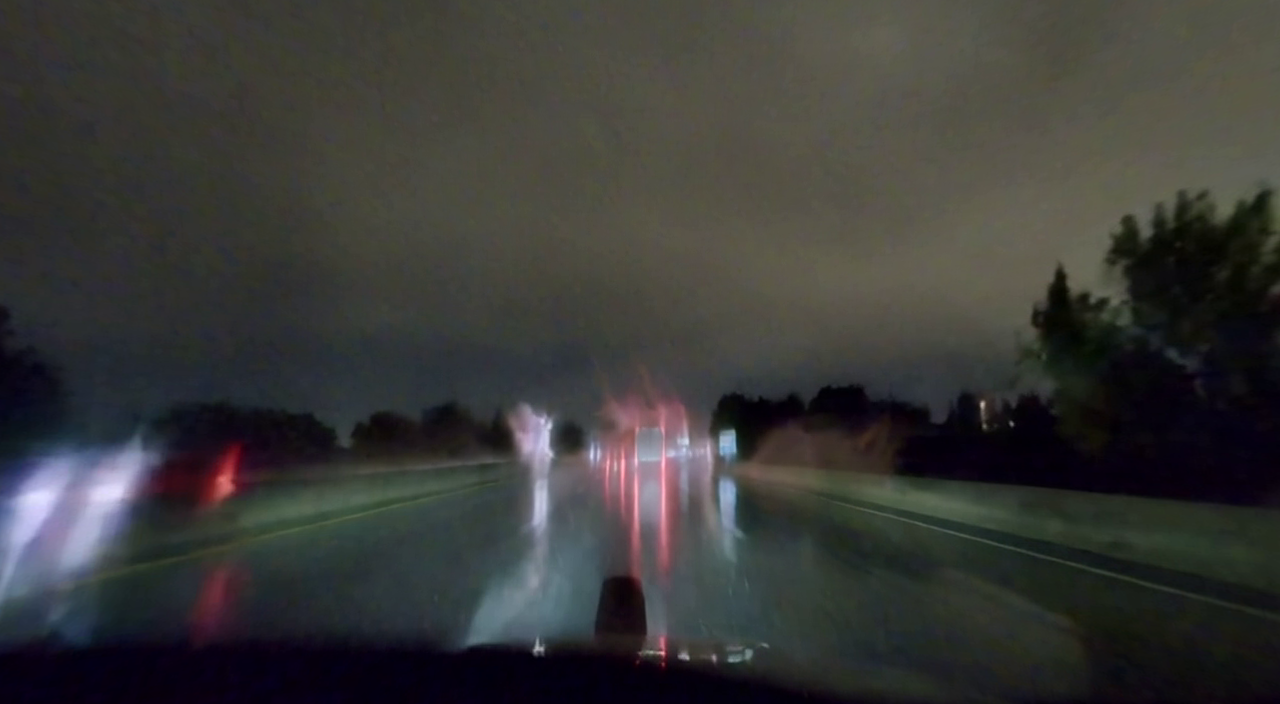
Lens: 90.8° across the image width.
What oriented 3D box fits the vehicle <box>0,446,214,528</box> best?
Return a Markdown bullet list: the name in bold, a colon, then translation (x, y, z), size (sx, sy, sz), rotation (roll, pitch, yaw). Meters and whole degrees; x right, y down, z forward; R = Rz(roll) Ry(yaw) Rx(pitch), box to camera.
- **vehicle**: translation (-16.675, 4.140, 20.102), size (2.377, 2.202, 5.348), rotation (0, -9, 0)
